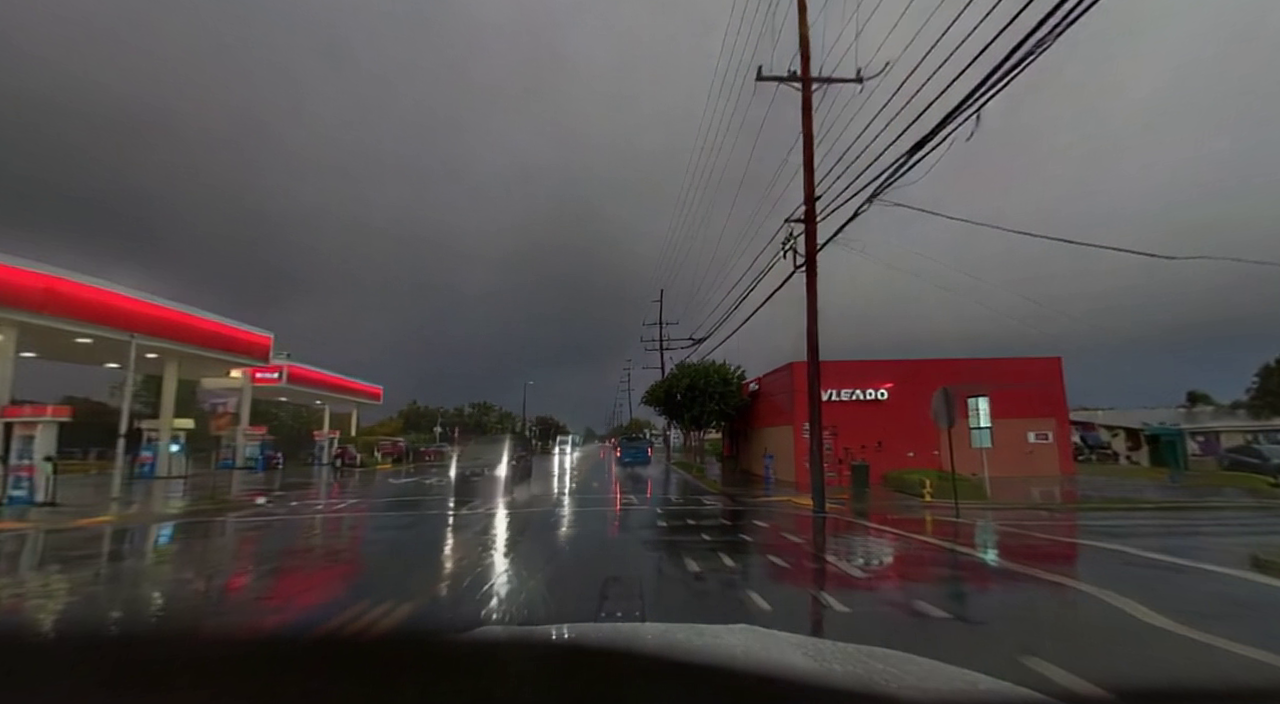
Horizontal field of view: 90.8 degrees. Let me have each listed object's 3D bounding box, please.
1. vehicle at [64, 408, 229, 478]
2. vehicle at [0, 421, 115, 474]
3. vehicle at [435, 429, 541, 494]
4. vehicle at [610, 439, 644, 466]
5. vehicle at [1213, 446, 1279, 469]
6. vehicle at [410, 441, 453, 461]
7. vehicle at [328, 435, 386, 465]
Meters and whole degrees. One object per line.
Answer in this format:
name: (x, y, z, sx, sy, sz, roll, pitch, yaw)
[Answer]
vehicle: (-18.026, 3.390, 23.491, 2.499, 2.309, 4.613, 0, -9, -3)
vehicle: (-20.361, 3.235, 21.249, 1.913, 1.591, 4.374, 2, -10, -7)
vehicle: (-4.741, 3.484, 20.552, 2.274, 1.844, 4.843, 0, -8, -1)
vehicle: (-0.909, 6.581, 41.557, 2.000, 1.663, 4.271, 1, -8, -3)
vehicle: (43.014, 7.307, 43.920, 1.826, 1.508, 4.639, 1, -9, -2)
vehicle: (-15.758, 7.521, 47.939, 1.947, 1.435, 4.606, 0, -8, -3)
vehicle: (-18.110, 6.298, 40.672, 1.890, 1.761, 4.578, 1, -8, -4)
